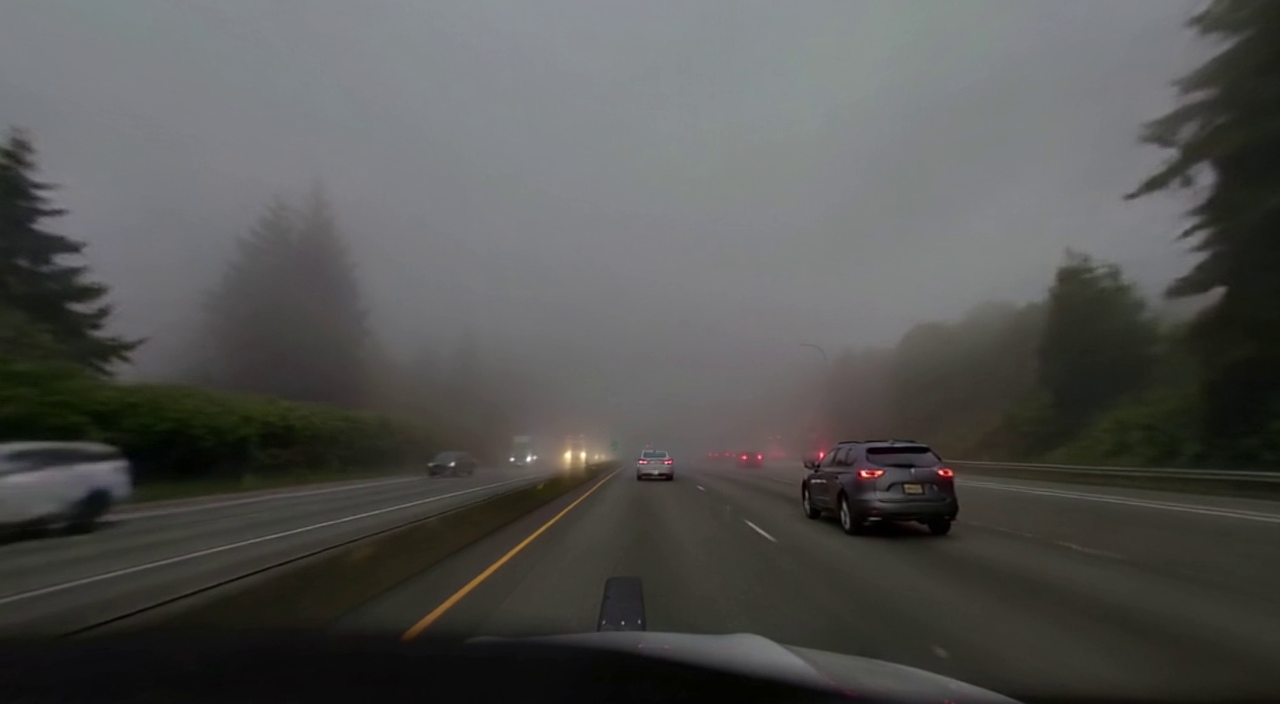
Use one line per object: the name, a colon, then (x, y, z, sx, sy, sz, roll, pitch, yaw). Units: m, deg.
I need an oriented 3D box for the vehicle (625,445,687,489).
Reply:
vehicle: (0.571, 4.366, 24.309, 2.177, 1.520, 4.278, 0, -9, 1)

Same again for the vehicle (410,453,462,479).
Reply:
vehicle: (-14.061, 7.843, 43.665, 2.095, 1.670, 4.187, -1, -9, 2)

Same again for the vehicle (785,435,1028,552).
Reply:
vehicle: (3.939, 2.165, 10.311, 2.029, 1.475, 4.279, 0, -9, -1)
